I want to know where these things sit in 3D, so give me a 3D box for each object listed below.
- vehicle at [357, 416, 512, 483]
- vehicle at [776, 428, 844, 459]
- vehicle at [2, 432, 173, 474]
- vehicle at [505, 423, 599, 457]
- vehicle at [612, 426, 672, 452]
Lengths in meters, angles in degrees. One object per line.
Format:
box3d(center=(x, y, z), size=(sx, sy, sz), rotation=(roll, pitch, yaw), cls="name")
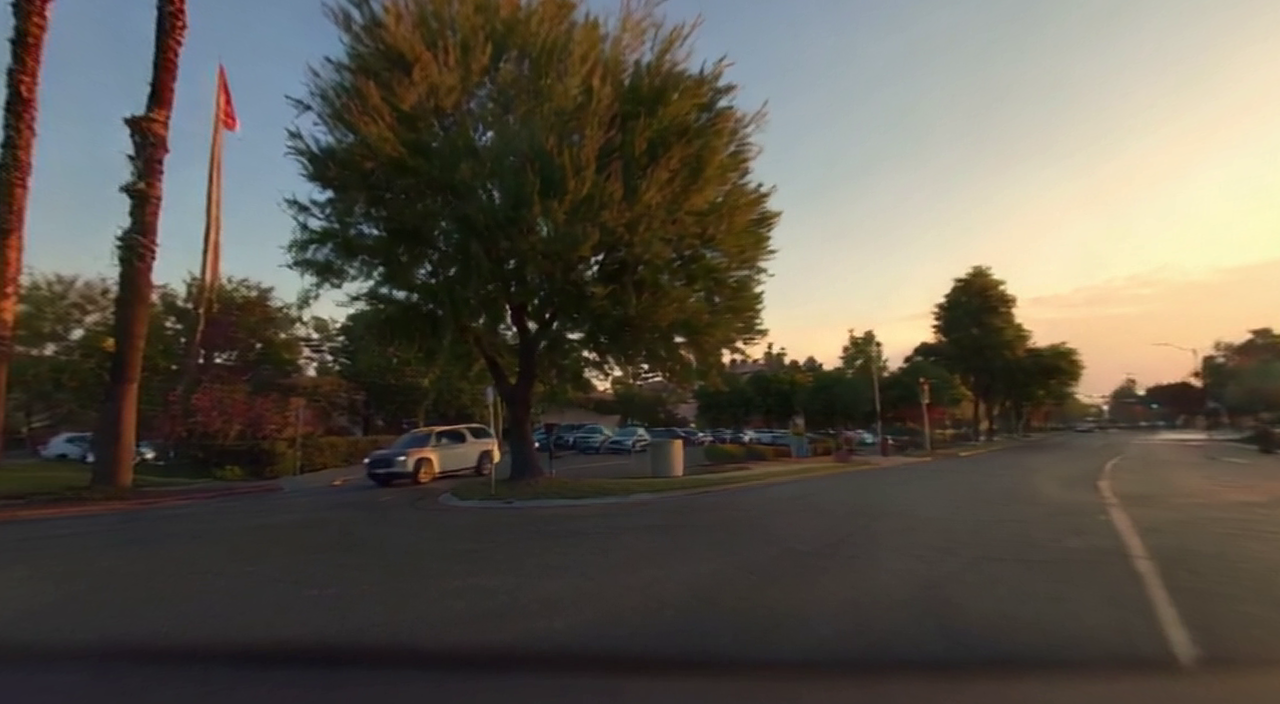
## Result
box3d(center=(-6.446, 3.097, 20.501), size=(2.174, 1.863, 4.651), rotation=(-3, -8, 23), cls="vehicle")
box3d(center=(10.387, 5.534, 38.575), size=(3.635, 1.521, 1.726), rotation=(0, -4, 29), cls="vehicle")
box3d(center=(-22.099, 4.029, 25.514), size=(1.919, 1.502, 4.695), rotation=(-4, -9, 28), cls="vehicle")
box3d(center=(-5.090, 5.039, 36.336), size=(5.193, 1.830, 2.049), rotation=(-4, -9, 30), cls="vehicle")
box3d(center=(0.116, 6.237, 45.558), size=(3.928, 1.784, 1.895), rotation=(-4, -9, 31), cls="vehicle")
